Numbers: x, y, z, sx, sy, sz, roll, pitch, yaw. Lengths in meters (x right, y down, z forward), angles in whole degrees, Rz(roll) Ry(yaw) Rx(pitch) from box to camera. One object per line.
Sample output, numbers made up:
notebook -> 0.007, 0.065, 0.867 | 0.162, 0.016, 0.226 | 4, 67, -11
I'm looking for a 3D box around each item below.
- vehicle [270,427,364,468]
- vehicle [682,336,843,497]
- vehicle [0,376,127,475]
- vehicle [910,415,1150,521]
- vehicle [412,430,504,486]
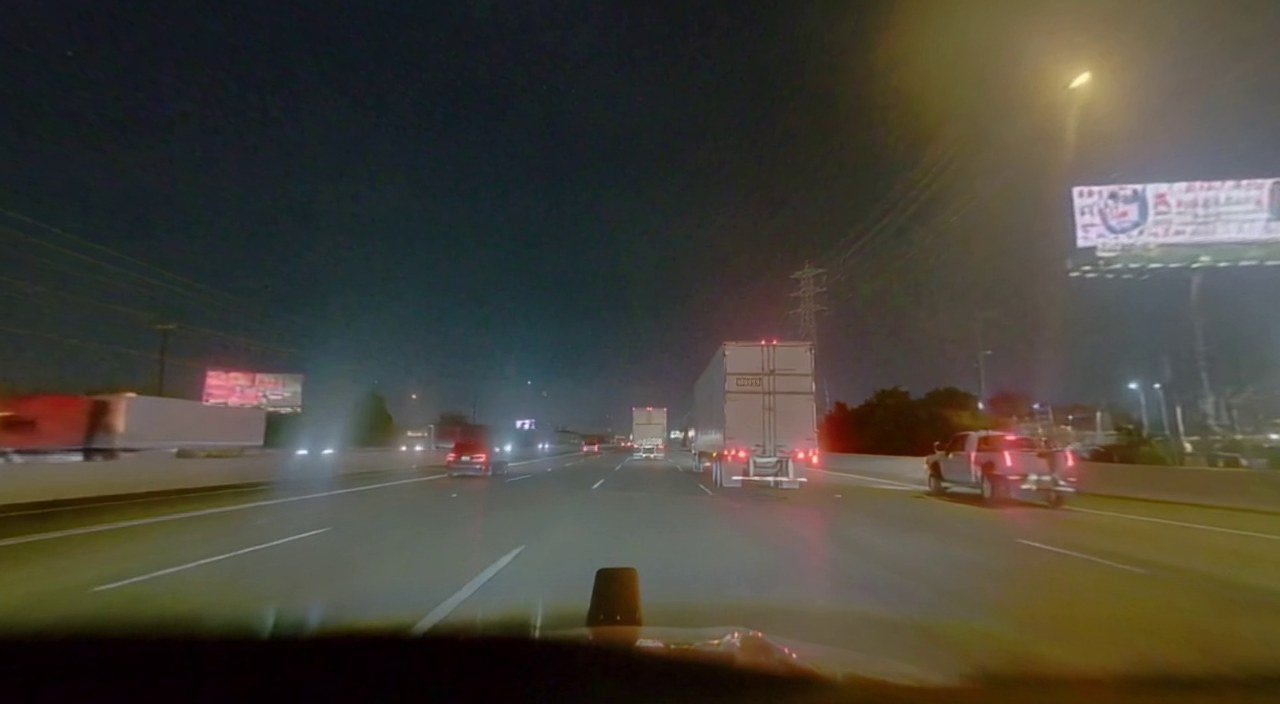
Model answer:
vehicle -> -16.665, 4.981, 32.969 | 2.315, 1.940, 4.685 | 0, -9, 1
vehicle -> 3.669, 2.867, 24.606 | 2.892, 4.152, 16.575 | 0, -9, 0
vehicle -> -27.553, 3.230, 27.401 | 2.998, 3.998, 8.850 | 0, -9, 1
vehicle -> 7.839, 2.376, 13.440 | 2.115, 1.844, 4.522 | 0, -9, -1
vehicle -> -6.611, 3.927, 23.614 | 2.004, 1.846, 4.739 | 0, -9, 0
